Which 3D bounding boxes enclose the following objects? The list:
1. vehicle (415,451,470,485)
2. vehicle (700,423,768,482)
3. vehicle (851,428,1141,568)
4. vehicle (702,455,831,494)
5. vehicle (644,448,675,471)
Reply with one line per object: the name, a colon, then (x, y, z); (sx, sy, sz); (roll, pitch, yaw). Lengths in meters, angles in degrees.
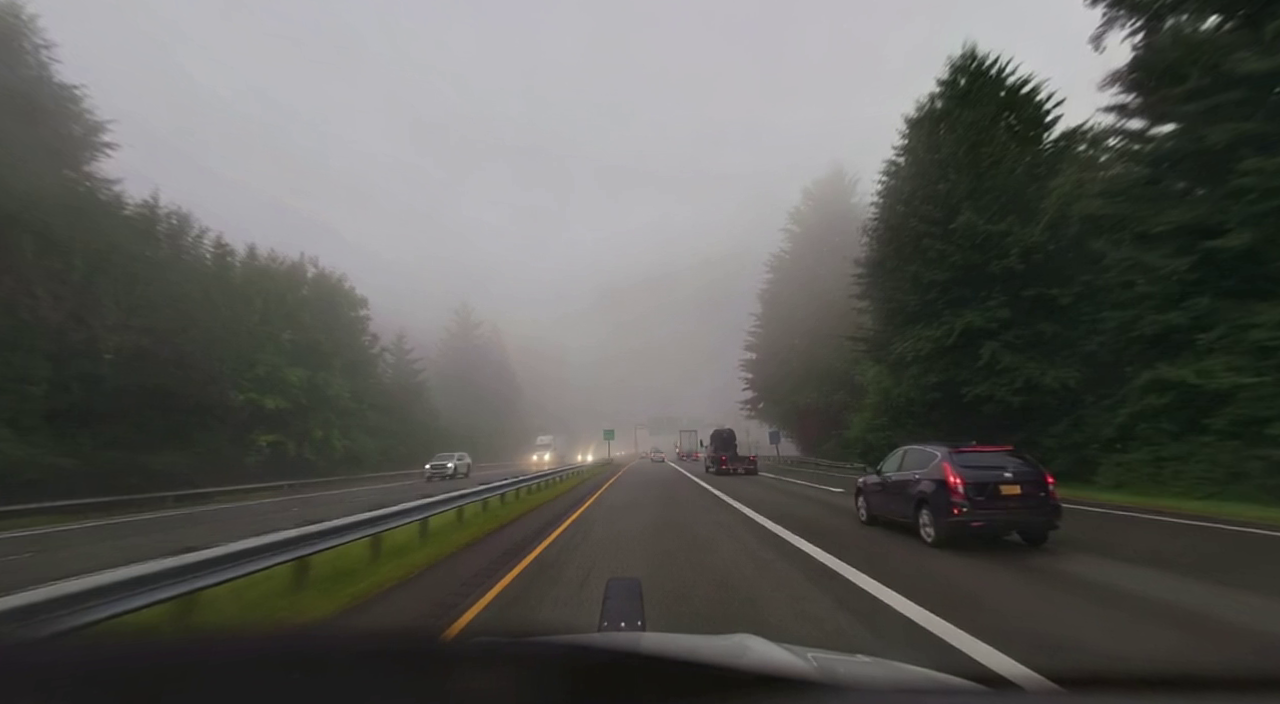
vehicle: (-12.225, 7.168, 39.258); (1.899, 1.750, 4.339); (-5, -9, 1)
vehicle: (4.726, 5.192, 32.769); (2.569, 2.783, 5.984); (0, -9, -1)
vehicle: (4.531, 1.883, 8.782); (1.873, 1.519, 3.607); (0, -9, 0)
vehicle: (4.607, 4.911, 26.336); (2.472, 1.036, 13.239); (0, -9, -1)
vehicle: (1.320, 7.399, 43.558); (2.049, 1.500, 3.790); (0, -9, 1)
